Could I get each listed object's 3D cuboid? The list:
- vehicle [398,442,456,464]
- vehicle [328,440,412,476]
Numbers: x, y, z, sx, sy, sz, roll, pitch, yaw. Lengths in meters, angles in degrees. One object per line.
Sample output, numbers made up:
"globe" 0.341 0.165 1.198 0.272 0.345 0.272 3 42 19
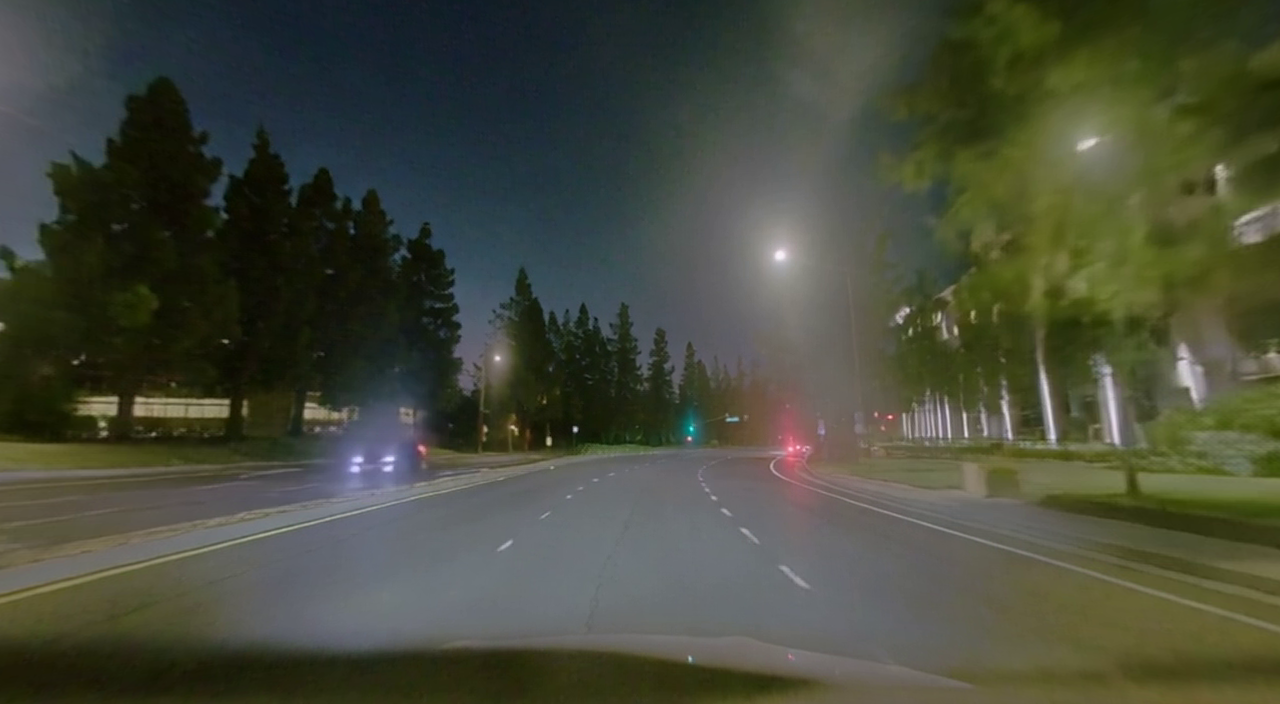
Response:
"vehicle" -15.231 7.264 45.490 1.975 1.500 4.814 -1 -8 7
"vehicle" -13.756 5.400 32.532 2.080 1.695 4.454 -1 -8 5
